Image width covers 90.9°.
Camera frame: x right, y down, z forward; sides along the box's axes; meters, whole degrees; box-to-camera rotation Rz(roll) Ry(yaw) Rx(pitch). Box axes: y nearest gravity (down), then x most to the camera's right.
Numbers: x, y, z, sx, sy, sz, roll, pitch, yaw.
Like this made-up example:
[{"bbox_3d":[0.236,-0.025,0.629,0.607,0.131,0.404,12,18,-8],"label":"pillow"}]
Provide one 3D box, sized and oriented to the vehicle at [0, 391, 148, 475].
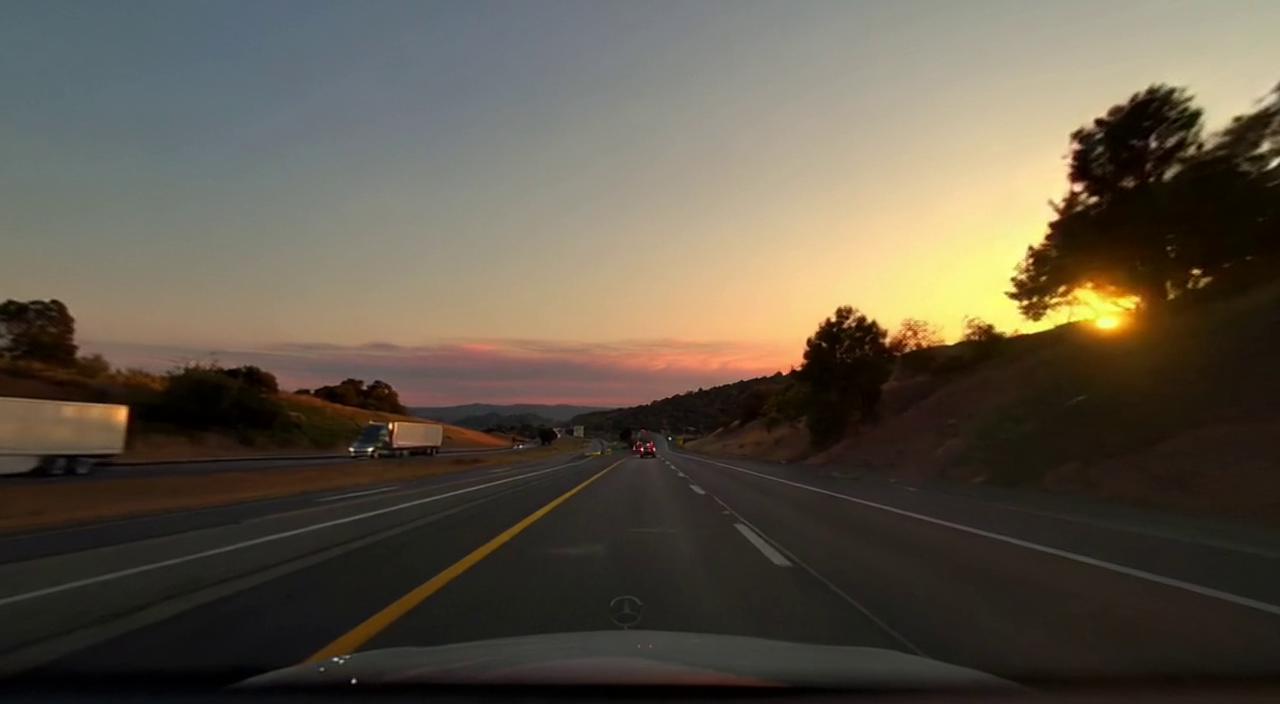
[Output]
[{"bbox_3d":[-33.494,4.307,33.167,2.899,4.181,15.493,0,-8,0],"label":"vehicle"}]
